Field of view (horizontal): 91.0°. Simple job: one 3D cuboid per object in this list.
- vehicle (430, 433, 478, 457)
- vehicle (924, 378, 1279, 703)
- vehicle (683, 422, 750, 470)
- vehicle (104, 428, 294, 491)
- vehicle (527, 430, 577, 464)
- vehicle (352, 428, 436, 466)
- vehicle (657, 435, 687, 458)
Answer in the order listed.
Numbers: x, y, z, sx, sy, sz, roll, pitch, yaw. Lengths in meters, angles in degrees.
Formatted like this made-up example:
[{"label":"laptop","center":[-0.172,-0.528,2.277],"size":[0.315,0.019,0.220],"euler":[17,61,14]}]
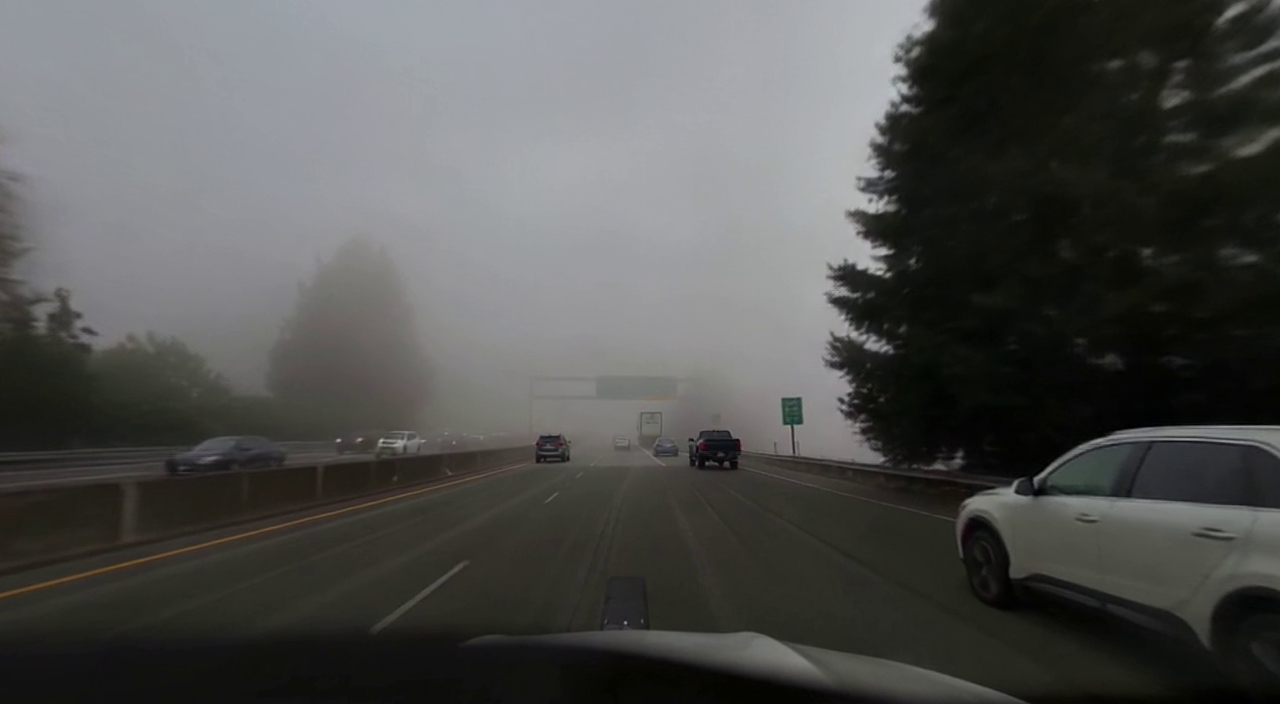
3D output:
[{"label":"vehicle","center":[-11.472,5.762,39.024],"size":[1.727,1.433,3.940],"euler":[0,-8,0]},{"label":"vehicle","center":[3.651,0.986,3.437],"size":[2.127,1.497,4.445],"euler":[0,-8,0]},{"label":"vehicle","center":[3.291,4.188,28.280],"size":[2.207,1.937,5.610],"euler":[0,-8,-1]},{"label":"vehicle","center":[-11.767,2.879,17.265],"size":[2.117,1.498,4.271],"euler":[0,-8,0]},{"label":"vehicle","center":[-4.605,5.019,33.453],"size":[2.058,1.689,4.315],"euler":[0,-8,0]},{"label":"vehicle","center":[-10.854,4.226,28.116],"size":[1.948,1.538,4.322],"euler":[0,-8,1]},{"label":"vehicle","center":[2.119,6.461,43.054],"size":[1.844,1.462,3.736],"euler":[0,-8,0]}]
